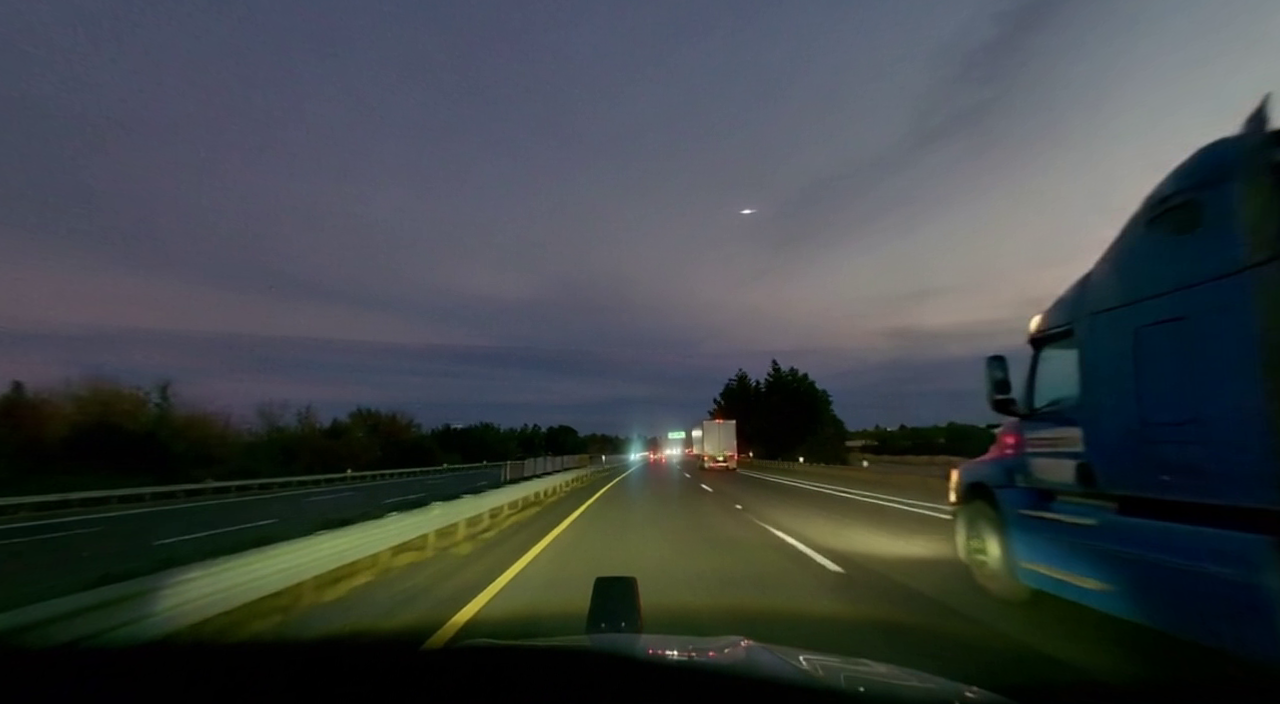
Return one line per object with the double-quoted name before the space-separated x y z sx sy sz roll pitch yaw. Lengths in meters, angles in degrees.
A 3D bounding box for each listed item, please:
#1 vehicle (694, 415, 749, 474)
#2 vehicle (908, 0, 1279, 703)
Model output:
"vehicle" 5.025 5.907 40.000 2.682 3.349 7.138 0 -9 1
"vehicle" 4.233 0.052 3.210 2.990 3.561 6.145 0 -9 1
